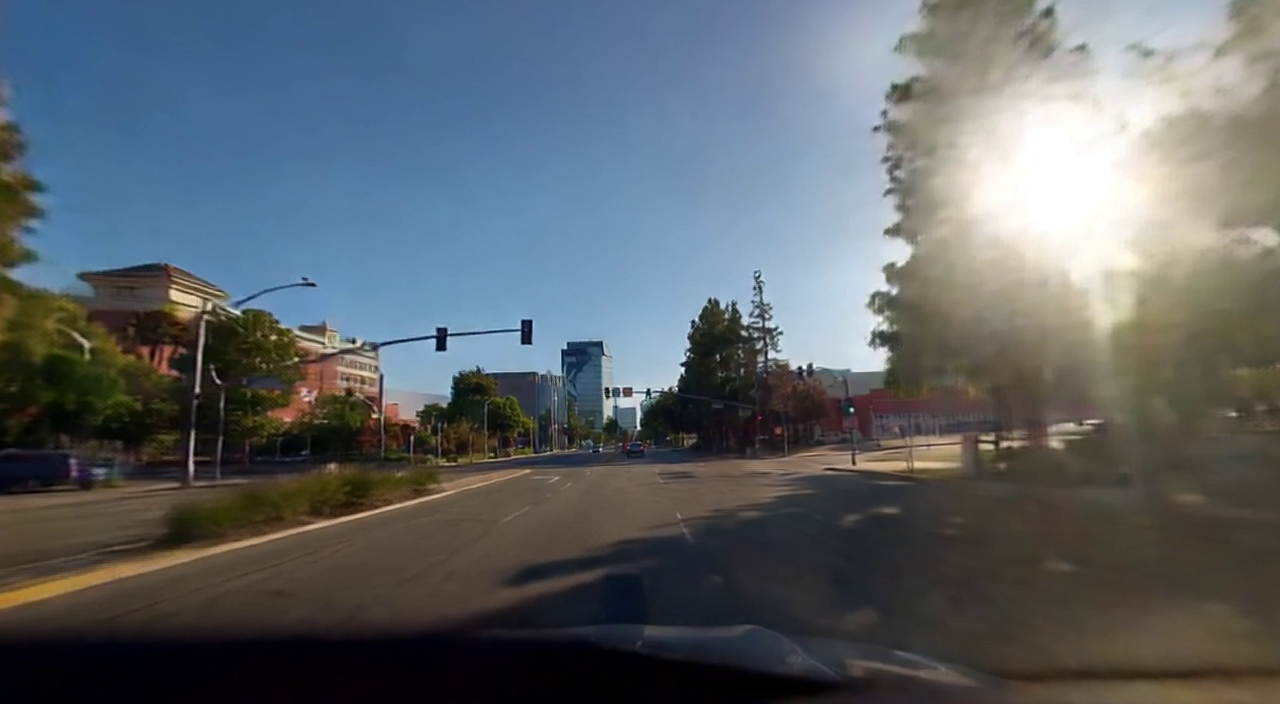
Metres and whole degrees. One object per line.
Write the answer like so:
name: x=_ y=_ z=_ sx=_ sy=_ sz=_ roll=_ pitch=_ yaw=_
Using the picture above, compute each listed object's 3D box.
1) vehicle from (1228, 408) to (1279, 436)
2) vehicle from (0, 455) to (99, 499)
vehicle: x=40.052 y=4.418 z=39.596 sx=4.388 sy=1.651 sz=1.918 roll=0 pitch=-9 yaw=-1
vehicle: x=-29.608 y=5.767 z=29.334 sx=6.525 sy=1.890 sz=2.481 roll=0 pitch=-9 yaw=-1
